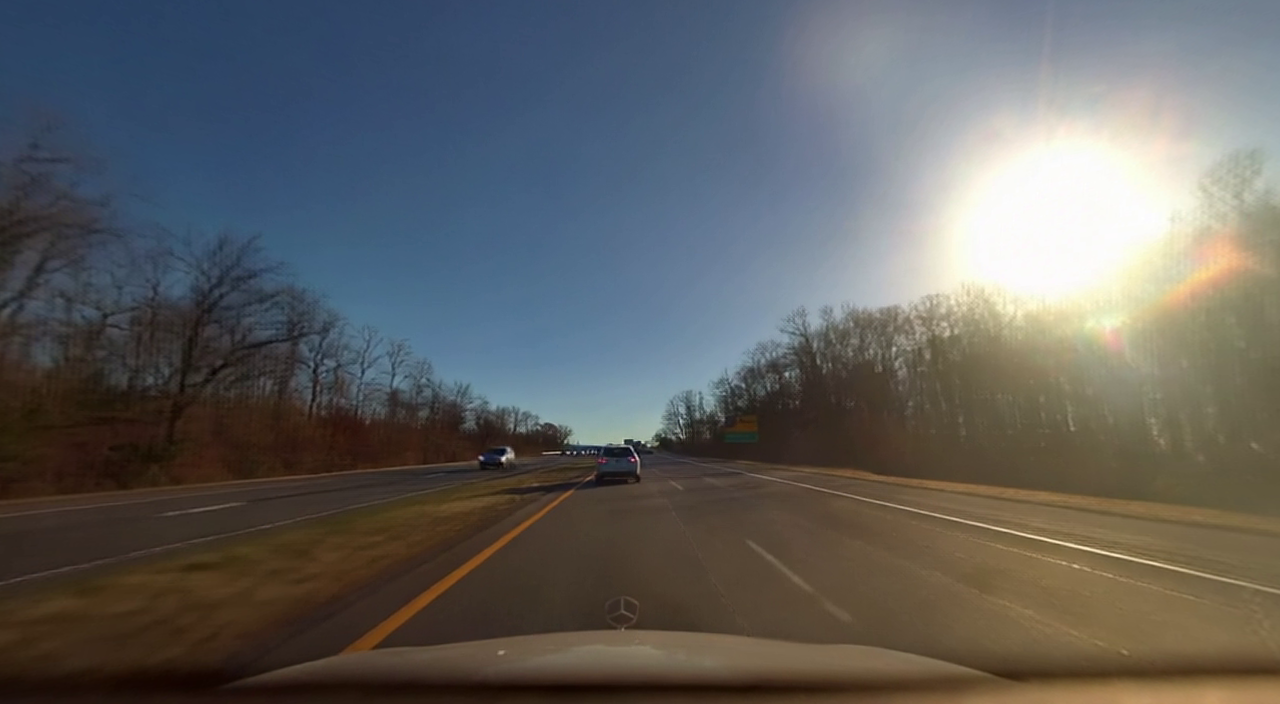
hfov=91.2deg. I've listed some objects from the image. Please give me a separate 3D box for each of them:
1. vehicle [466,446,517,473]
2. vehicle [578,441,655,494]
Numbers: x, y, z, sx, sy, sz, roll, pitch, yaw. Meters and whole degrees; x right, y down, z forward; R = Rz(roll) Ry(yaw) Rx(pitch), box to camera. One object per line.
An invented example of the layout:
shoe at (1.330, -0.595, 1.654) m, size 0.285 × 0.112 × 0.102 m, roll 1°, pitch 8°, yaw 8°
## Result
vehicle at (-9.657, 7.017, 41.101) m, size 2.330 × 1.637 × 4.272 m, roll 0°, pitch -9°, yaw -1°
vehicle at (-0.738, 3.679, 20.313) m, size 2.244 × 1.506 × 4.097 m, roll 0°, pitch -9°, yaw -1°
